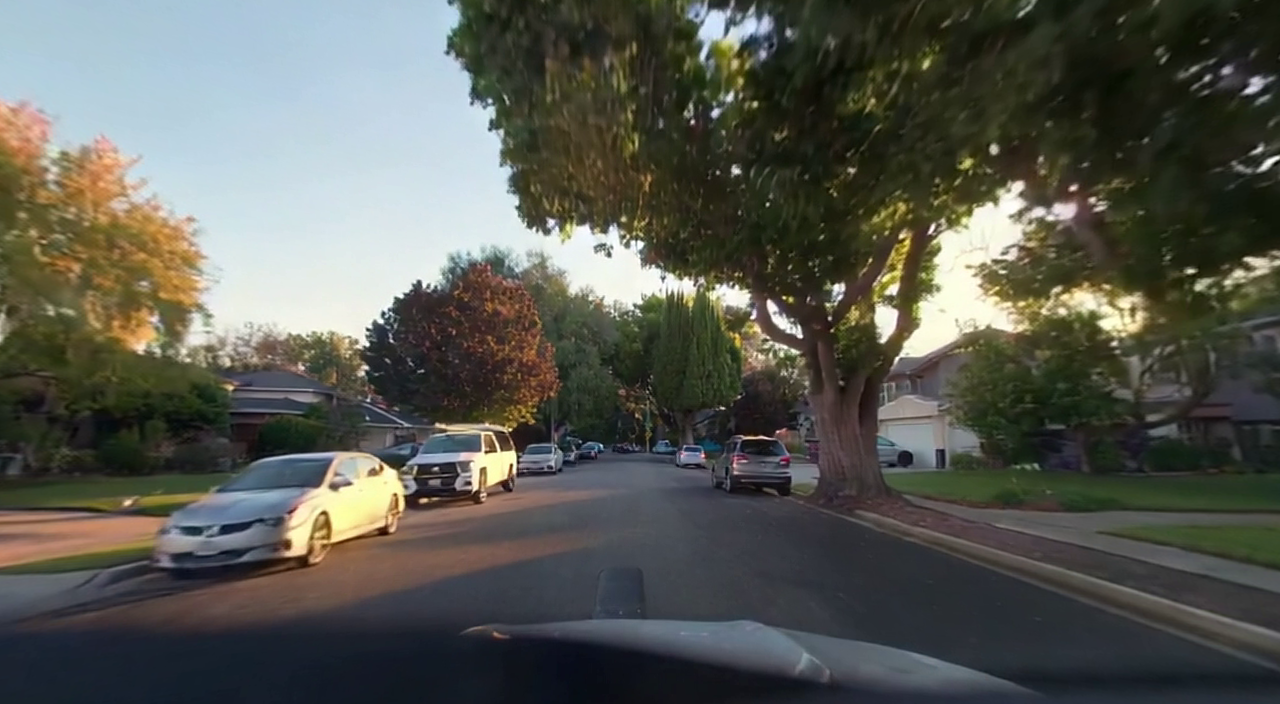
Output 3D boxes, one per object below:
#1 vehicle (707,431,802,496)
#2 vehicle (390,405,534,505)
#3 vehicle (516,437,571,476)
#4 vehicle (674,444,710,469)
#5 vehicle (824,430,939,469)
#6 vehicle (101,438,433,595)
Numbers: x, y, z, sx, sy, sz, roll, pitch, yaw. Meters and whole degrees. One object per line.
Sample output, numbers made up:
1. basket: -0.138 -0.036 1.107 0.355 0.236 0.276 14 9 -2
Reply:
1. vehicle: 3.431 3.448 19.852 2.082 1.790 4.330 1 -9 -1
2. vehicle: -4.961 2.977 18.967 2.476 2.434 6.543 0 -7 -1
3. vehicle: -4.981 5.431 33.248 2.140 1.815 4.926 0 -7 -1
4. vehicle: 3.348 6.756 41.099 1.945 1.495 3.983 1 -9 -1
5. vehicle: 12.232 4.985 32.237 5.043 1.865 2.026 1 -9 -1
6. vehicle: -4.505 1.965 8.693 2.031 1.479 4.497 -1 -7 -3
